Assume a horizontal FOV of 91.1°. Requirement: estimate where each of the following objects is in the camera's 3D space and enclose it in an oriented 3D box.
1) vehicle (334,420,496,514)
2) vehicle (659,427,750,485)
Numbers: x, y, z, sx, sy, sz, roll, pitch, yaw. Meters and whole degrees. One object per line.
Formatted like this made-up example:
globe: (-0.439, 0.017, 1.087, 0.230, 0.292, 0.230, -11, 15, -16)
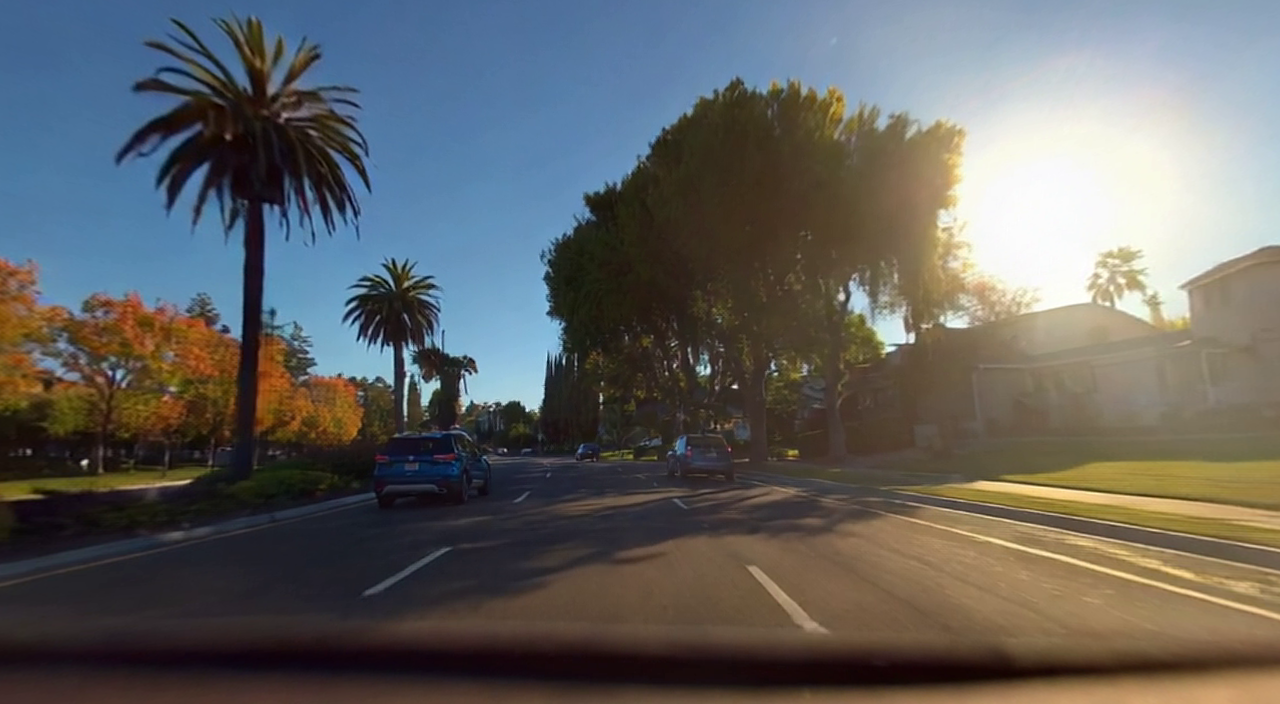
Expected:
vehicle: (-4.847, 2.551, 14.454, 2.150, 1.768, 4.868, 0, -8, -3)
vehicle: (2.107, 3.625, 22.129, 2.195, 1.804, 4.658, 1, -8, -6)
